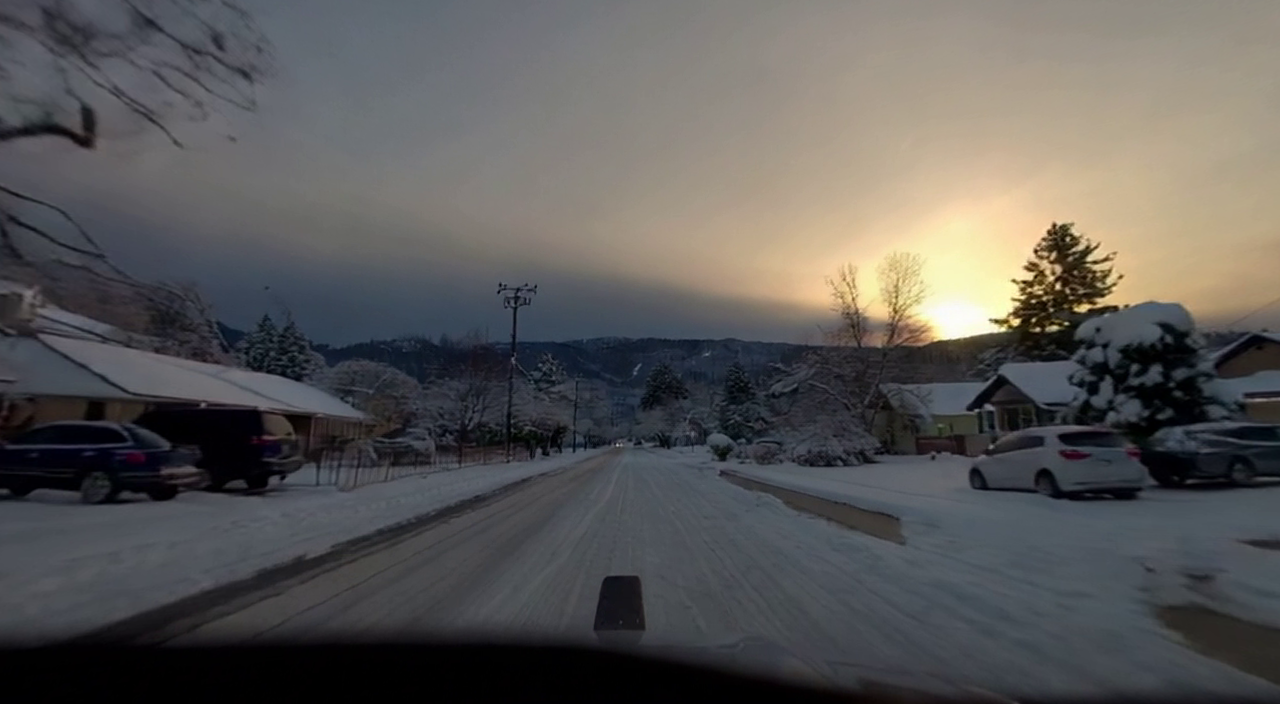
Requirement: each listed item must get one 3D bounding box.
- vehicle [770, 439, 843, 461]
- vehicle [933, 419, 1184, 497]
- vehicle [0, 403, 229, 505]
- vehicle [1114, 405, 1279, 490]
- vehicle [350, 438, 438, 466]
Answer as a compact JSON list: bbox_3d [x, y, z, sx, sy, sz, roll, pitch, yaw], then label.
[{"bbox_3d":[11.917,7.032,45.366,4.686,1.466,1.869,0,-8,-1],"label":"vehicle"},{"bbox_3d":[9.814,2.507,15.142,4.582,1.719,1.947,0,-8,0],"label":"vehicle"},{"bbox_3d":[-12.448,2.169,13.558,5.618,1.997,2.201,0,-8,-1],"label":"vehicle"},{"bbox_3d":[15.294,2.384,15.615,5.395,1.917,2.153,1,-9,-1],"label":"vehicle"},{"bbox_3d":[-13.768,5.623,35.546,4.190,1.529,1.880,0,-8,-4],"label":"vehicle"}]
